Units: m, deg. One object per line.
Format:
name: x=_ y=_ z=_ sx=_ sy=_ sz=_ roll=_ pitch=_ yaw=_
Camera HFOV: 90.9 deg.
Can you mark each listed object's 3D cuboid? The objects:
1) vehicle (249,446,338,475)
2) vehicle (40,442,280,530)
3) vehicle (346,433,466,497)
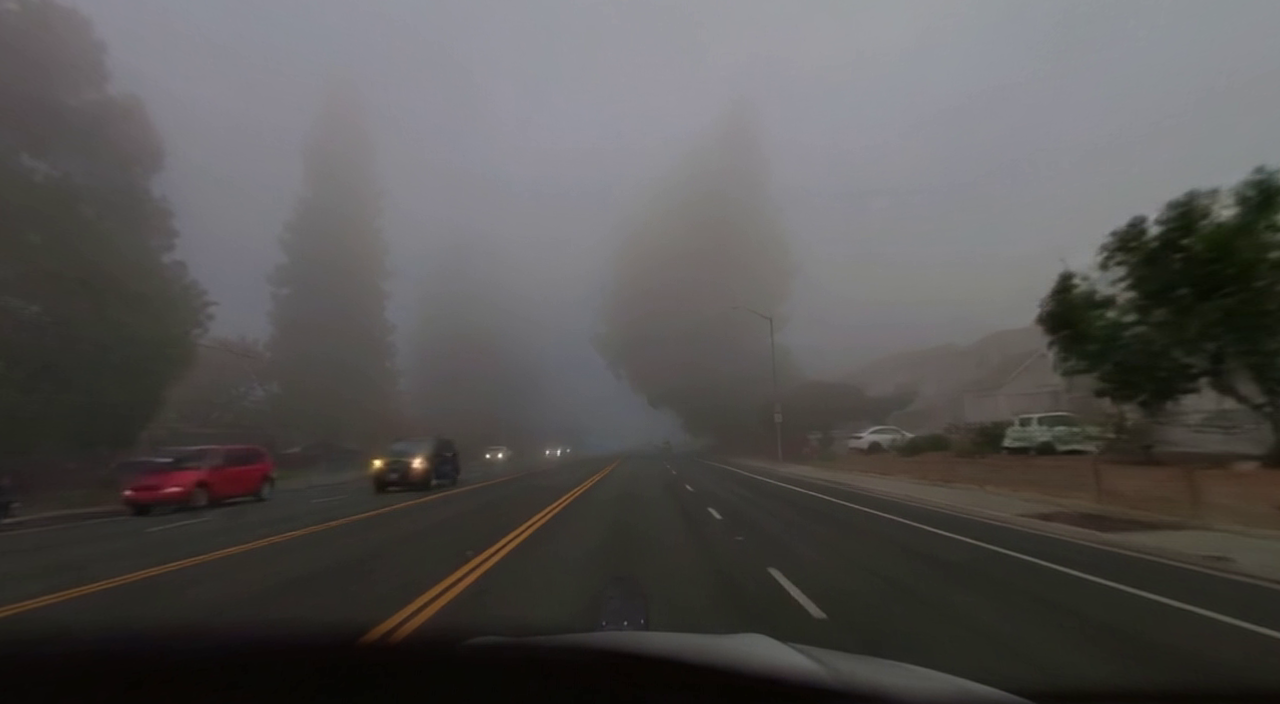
vehicle: x=-22.388 y=7.021 z=40.838 sx=4.530 sy=1.769 sz=2.003 roll=0 pitch=-9 yaw=1
vehicle: x=-10.486 y=2.900 z=14.323 sx=2.006 sy=1.672 sz=4.314 roll=0 pitch=-9 yaw=0
vehicle: x=-7.024 y=3.423 z=19.488 sx=2.000 sy=1.738 sz=4.251 roll=0 pitch=-9 yaw=1
